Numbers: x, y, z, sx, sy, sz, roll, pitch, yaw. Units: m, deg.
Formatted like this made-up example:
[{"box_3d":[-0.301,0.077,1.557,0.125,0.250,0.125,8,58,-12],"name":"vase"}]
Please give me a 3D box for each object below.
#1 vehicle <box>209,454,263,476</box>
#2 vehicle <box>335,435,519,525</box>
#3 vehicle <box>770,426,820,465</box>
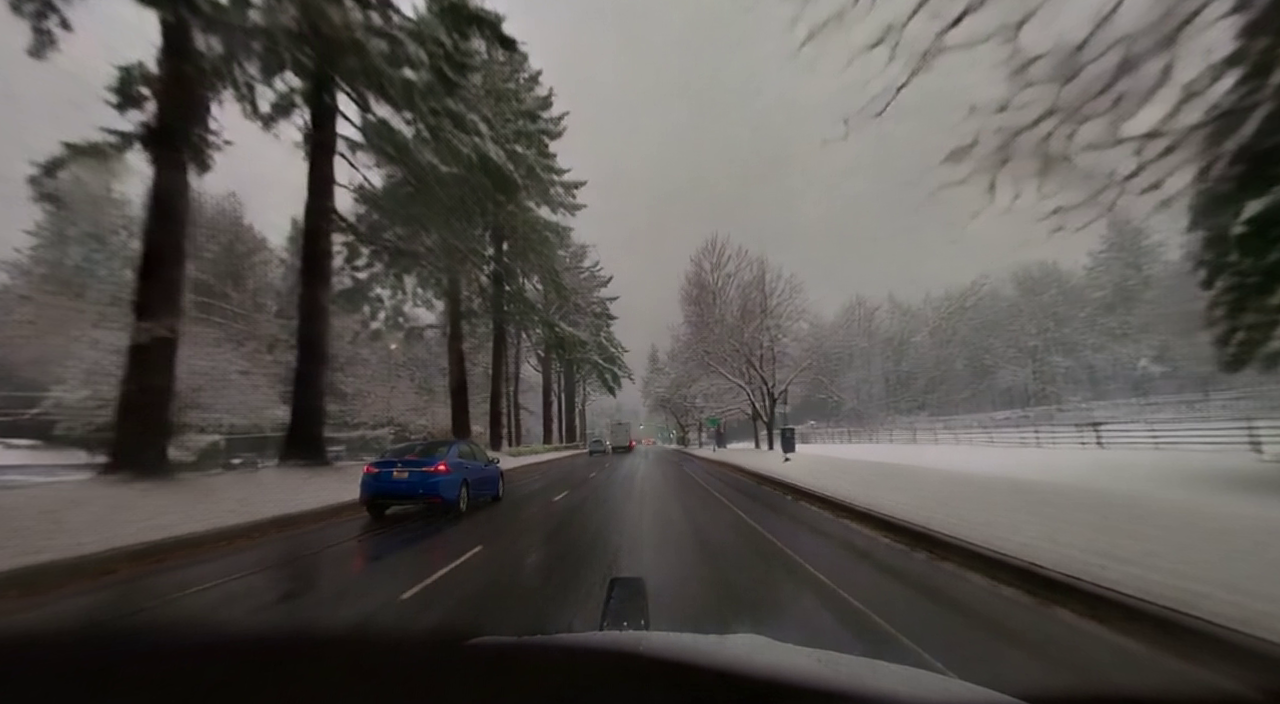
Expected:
[{"box_3d":[-31.824,8.876,49.793,1.811,1.550,3.710,-1,-8,0],"name":"vehicle"},{"box_3d":[-3.939,2.433,12.663,2.033,1.454,4.512,-1,-8,1],"name":"vehicle"},{"box_3d":[7.318,4.439,29.947,1.594,1.688,2.861,-1,-8,0],"name":"vehicle"}]
